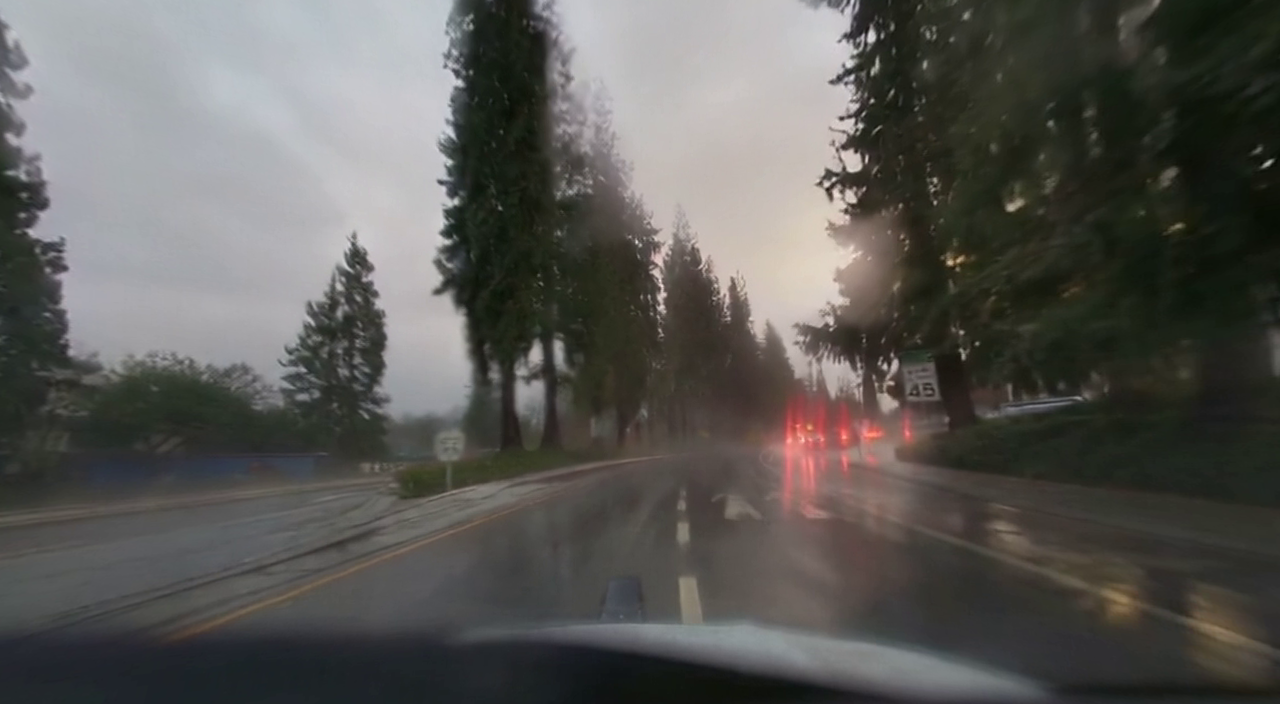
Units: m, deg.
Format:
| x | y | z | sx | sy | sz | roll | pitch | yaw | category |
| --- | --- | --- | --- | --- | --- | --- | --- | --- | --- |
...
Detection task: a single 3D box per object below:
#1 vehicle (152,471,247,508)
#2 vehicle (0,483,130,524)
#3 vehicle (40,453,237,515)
| x | y | z | sx | sy | sz | roll | pitch | yaw | category |
| --- | --- | --- | --- | --- | --- | --- | --- | --- | --- |
| -24.984 | 7.774 | 36.024 | 1.911 | 1.583 | 4.279 | -8 | -10 | 11 | vehicle |
| -26.457 | 6.894 | 29.103 | 1.827 | 1.450 | 4.302 | -2 | -8 | 11 | vehicle |
| -33.346 | 8.708 | 42.971 | 2.888 | 3.468 | 10.757 | -1 | -9 | 13 | vehicle |
